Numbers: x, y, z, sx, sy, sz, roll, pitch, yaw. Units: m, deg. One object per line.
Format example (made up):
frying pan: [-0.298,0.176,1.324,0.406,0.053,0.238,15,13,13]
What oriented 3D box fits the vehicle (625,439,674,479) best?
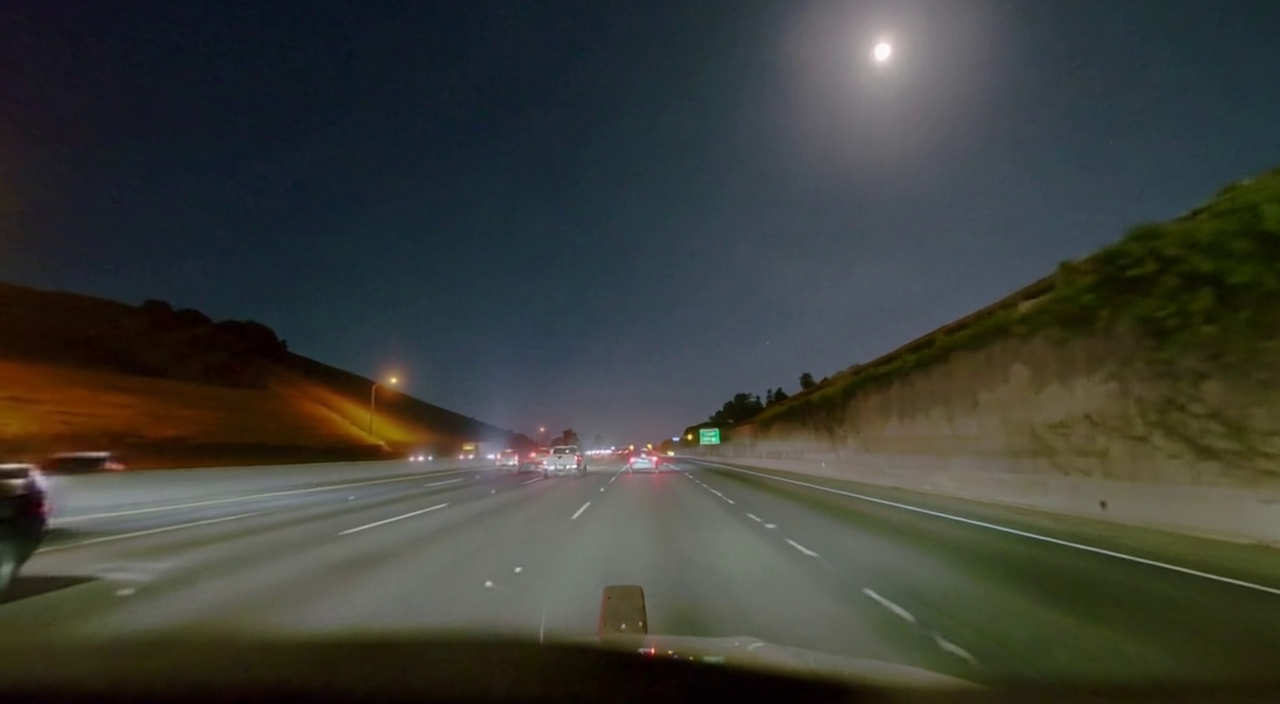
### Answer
vehicle: [0.416,5.241,31.076,2.233,1.804,4.273,0,-9,0]

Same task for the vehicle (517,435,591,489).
vehicle: [-3.125,4.126,23.965,2.093,1.820,4.506,0,-9,1]

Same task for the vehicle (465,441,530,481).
vehicle: [-6.697,5.178,30.130,2.059,1.745,4.239,0,-9,1]
